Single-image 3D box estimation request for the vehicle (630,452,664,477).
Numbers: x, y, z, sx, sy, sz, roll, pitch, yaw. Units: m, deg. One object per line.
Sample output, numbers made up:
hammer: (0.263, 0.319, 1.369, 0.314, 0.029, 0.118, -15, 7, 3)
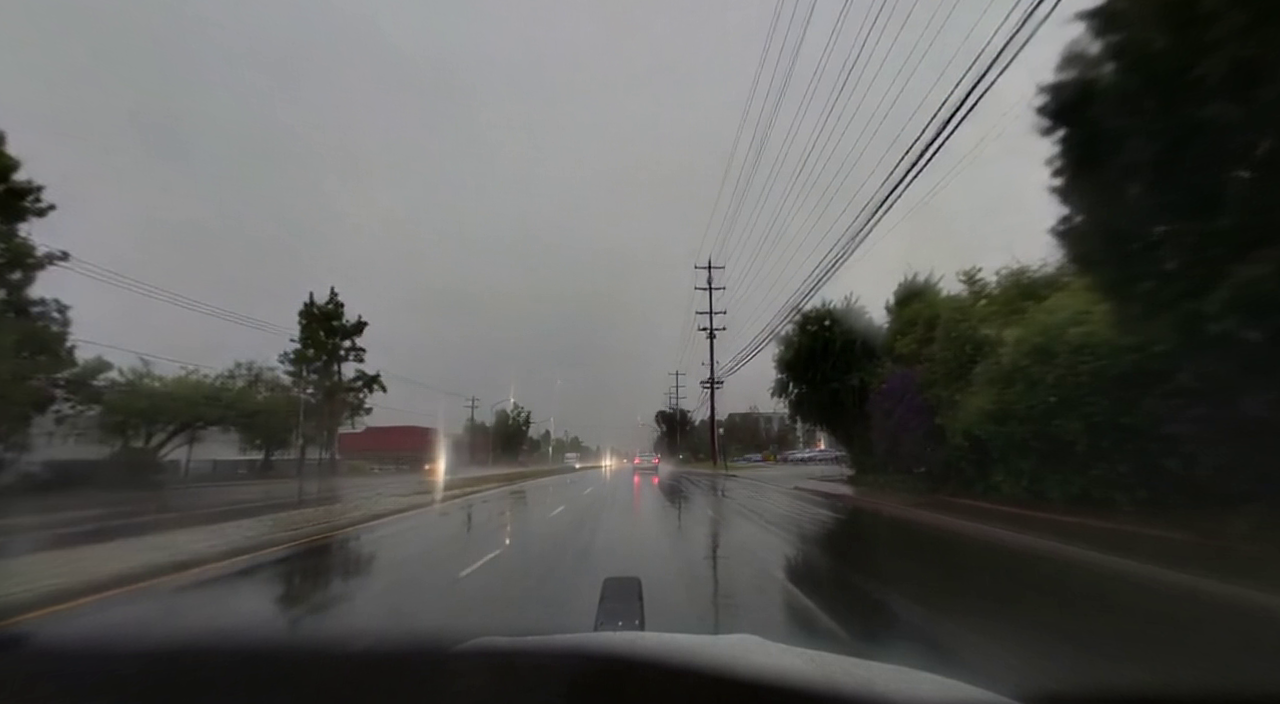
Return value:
vehicle: (0.417, 7.448, 41.992, 2.114, 1.492, 4.453, 0, -8, 0)
